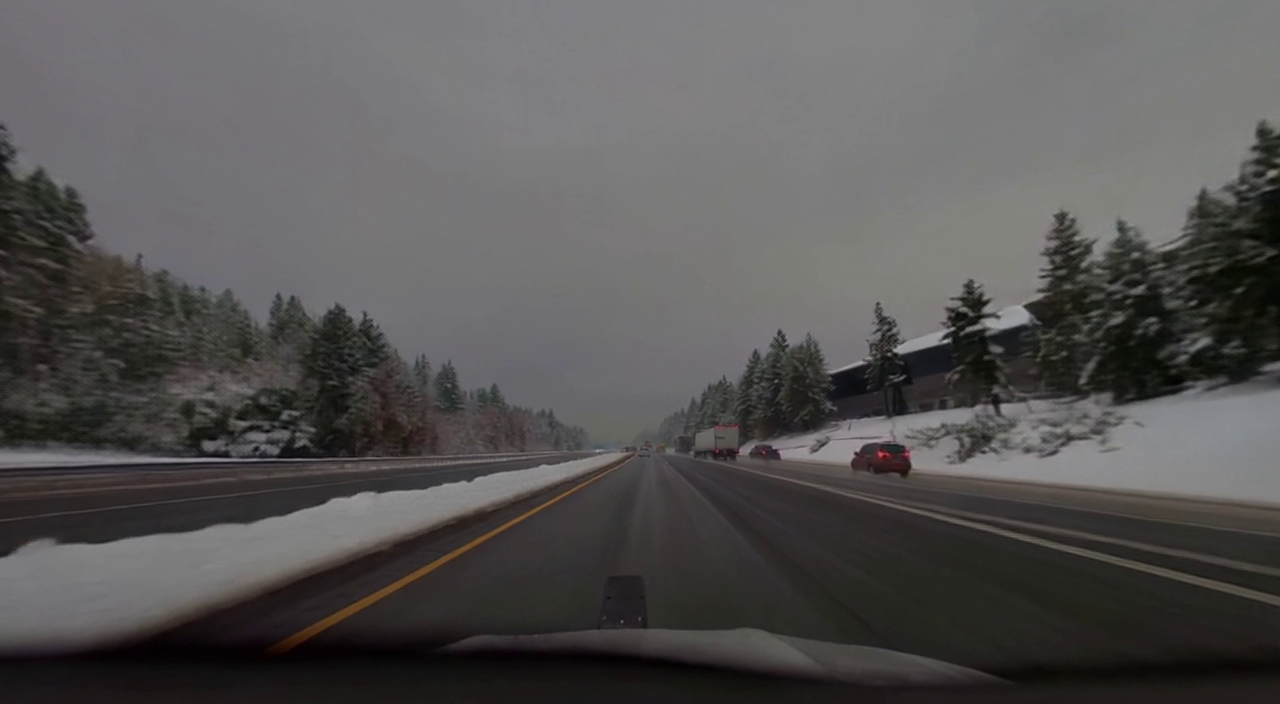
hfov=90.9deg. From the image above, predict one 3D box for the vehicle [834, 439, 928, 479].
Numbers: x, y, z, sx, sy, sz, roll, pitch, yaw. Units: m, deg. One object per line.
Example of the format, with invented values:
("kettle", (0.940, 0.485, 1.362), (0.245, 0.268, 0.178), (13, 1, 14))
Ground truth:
("vehicle", (10.682, 4.777, 28.391), (2.127, 1.646, 4.926), (0, -9, -2))
